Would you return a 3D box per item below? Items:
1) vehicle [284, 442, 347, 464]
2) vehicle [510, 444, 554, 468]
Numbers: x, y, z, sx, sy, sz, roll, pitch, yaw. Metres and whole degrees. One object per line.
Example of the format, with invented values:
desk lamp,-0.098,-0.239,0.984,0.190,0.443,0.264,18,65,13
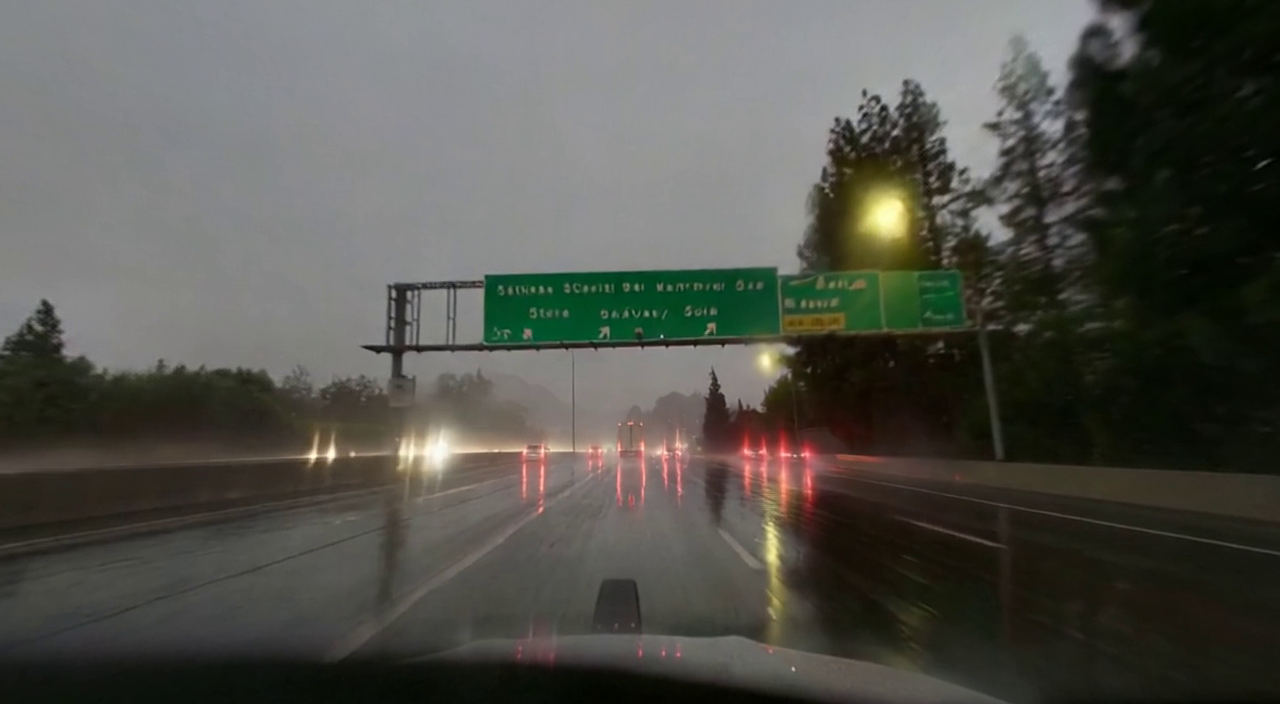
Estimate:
vehicle,-22.819,7.126,44.674,1.885,1.477,4.762,-1,-9,1
vehicle,-7.341,7.097,43.312,2.117,1.518,4.930,-1,-9,1
